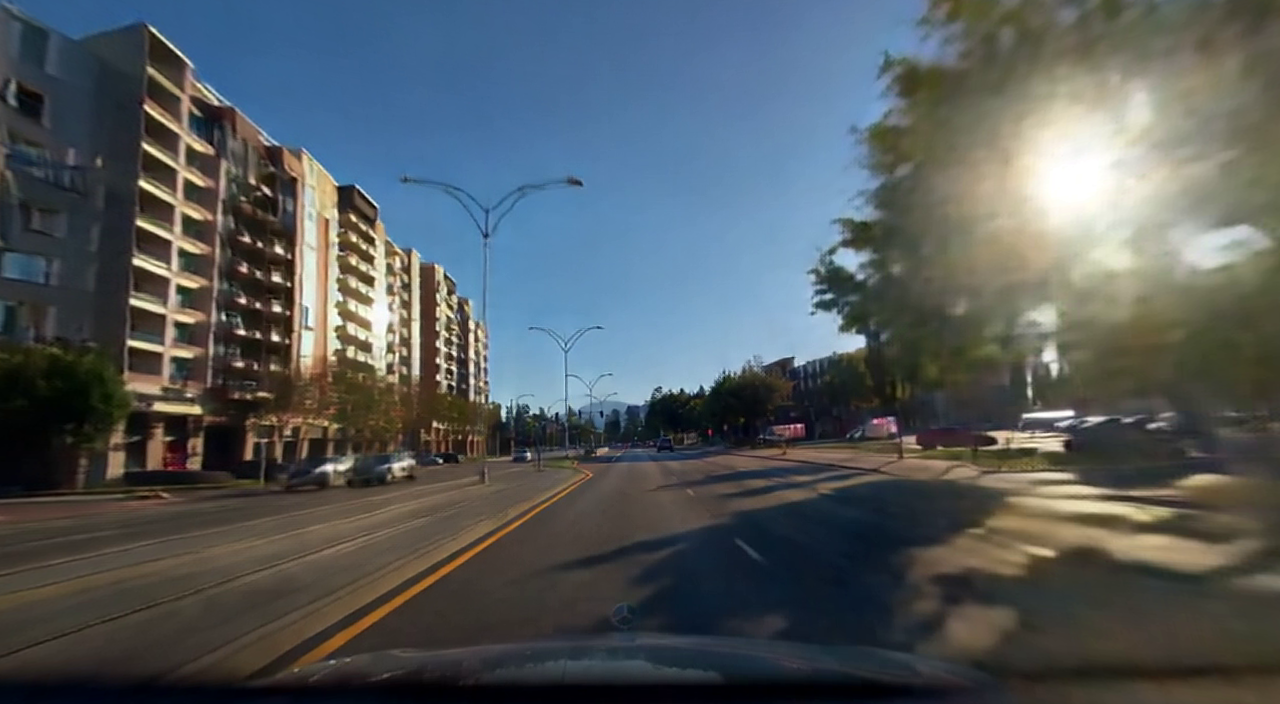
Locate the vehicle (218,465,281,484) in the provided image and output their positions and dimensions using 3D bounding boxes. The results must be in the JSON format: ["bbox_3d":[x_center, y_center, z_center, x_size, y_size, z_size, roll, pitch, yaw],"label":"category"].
[{"bbox_3d":[-30.746,9.670,49.796,3.705,1.403,1.762,0,-9,2],"label":"vehicle"}]

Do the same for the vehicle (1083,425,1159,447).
[{"bbox_3d":[33.251,5.861,43.788,1.818,1.427,4.239,0,-9,-2],"label":"vehicle"}]

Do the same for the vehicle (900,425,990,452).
[{"bbox_3d":[19.758,5.650,41.121,4.745,1.675,2.096,0,-9,0],"label":"vehicle"}]
